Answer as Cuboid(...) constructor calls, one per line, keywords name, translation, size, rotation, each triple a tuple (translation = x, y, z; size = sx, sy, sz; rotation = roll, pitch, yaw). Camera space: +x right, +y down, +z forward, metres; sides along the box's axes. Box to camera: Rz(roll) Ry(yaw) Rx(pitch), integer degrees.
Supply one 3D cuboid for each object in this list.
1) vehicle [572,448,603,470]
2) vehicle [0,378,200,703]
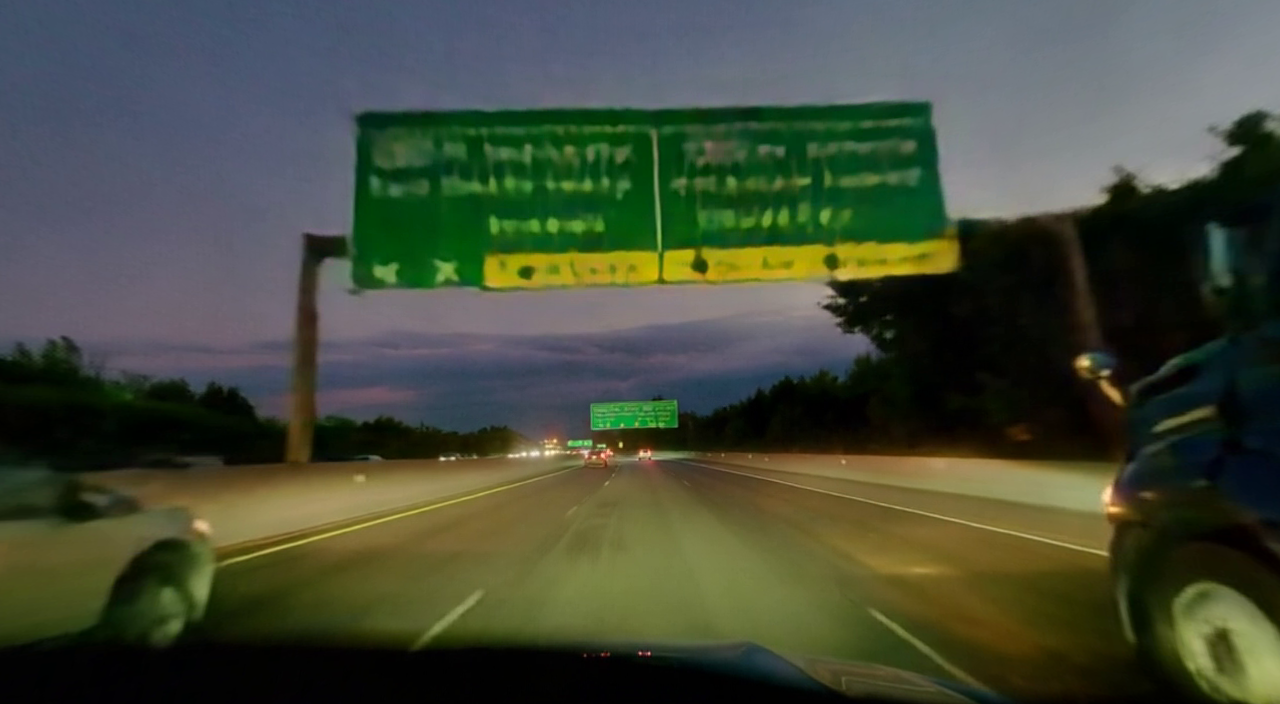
Cuboid(name="vehicle", translation=(-3.742, 7.719, 45.658), size=(1.918, 1.510, 4.006), rotation=(0, -9, 0))
Cuboid(name="vehicle", translation=(-3.570, 0.716, 1.306), size=(2.028, 1.584, 4.481), rotation=(0, -9, 0))
